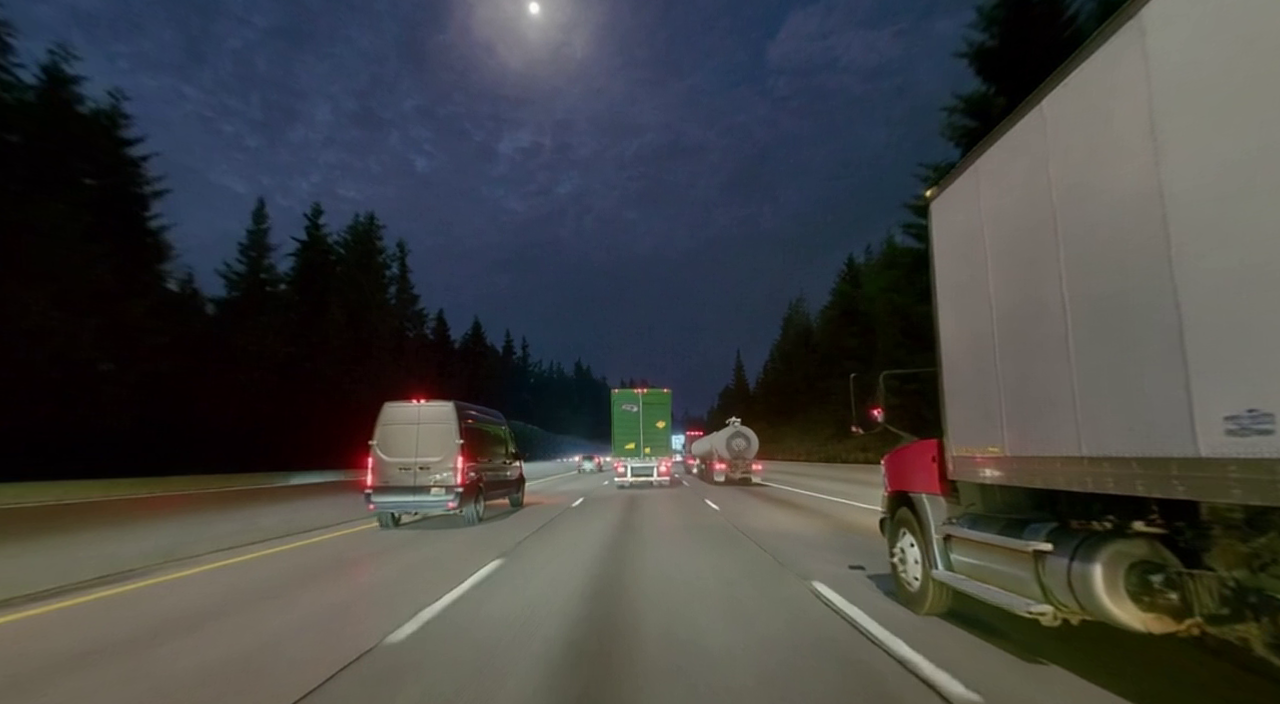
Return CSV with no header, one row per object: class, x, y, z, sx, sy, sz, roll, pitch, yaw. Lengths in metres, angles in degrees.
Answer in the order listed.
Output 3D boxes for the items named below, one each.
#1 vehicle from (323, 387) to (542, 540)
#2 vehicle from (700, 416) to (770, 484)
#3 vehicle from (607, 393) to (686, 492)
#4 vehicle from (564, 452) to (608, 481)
vehicle,-3.999,2.370,13.877,2.525,2.572,6.260,0,-9,1
vehicle,5.514,6.010,38.740,2.706,3.500,11.483,0,-9,1
vehicle,0.105,3.930,26.778,2.773,3.455,9.118,0,-10,-1
vehicle,-3.229,6.940,38.525,2.134,1.652,4.439,0,-9,3
